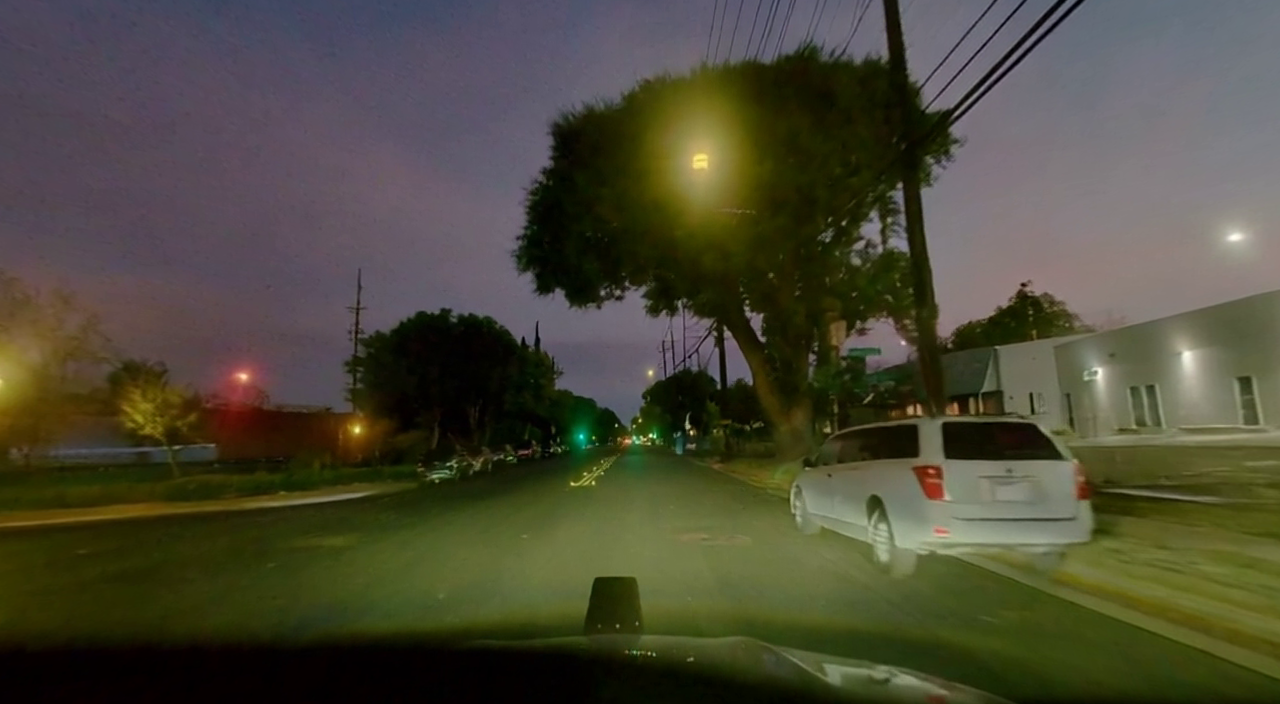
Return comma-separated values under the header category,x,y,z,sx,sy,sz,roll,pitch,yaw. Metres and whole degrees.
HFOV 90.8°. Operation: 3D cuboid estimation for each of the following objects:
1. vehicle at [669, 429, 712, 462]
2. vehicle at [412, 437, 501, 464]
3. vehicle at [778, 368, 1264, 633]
category,x,y,z,sx,sy,sz,roll,pitch,yaw
vehicle,2.993,5.726,38.613,2.120,1.869,4.773,0,-8,-1
vehicle,-12.407,6.692,42.981,5.330,1.805,2.170,0,-8,0
vehicle,3.195,1.394,7.024,2.138,1.820,5.218,0,-8,0
